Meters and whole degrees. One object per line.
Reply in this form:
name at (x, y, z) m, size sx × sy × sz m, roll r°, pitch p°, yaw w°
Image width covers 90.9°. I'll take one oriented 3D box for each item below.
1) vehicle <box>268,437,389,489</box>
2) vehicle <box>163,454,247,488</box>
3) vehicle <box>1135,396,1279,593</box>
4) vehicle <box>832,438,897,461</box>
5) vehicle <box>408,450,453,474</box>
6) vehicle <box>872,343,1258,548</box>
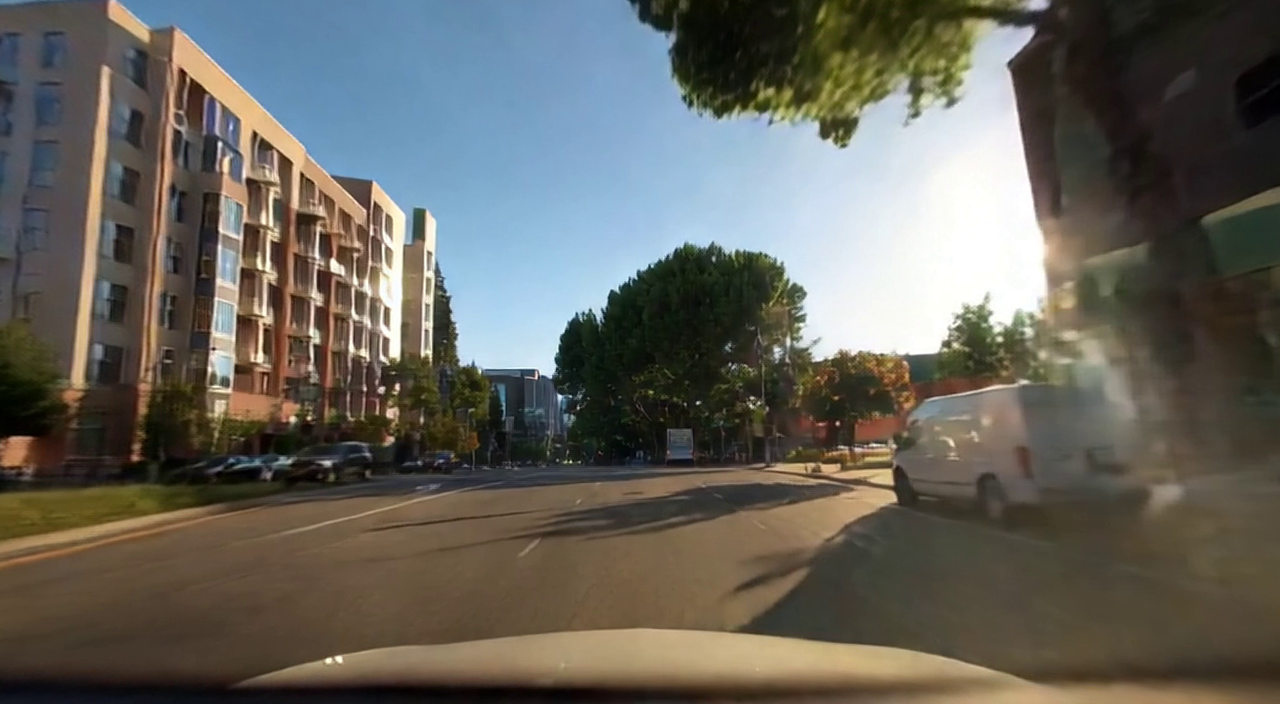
vehicle at (-12.320, 4.409, 25.423) m, size 2.419 × 1.787 × 4.859 m, roll -1°, pitch -8°, yaw 0°
vehicle at (-22.661, 6.176, 33.053) m, size 1.875 × 1.528 × 3.717 m, roll -4°, pitch -9°, yaw -2°
vehicle at (6.860, 1.201, 5.072) m, size 1.889 × 1.799 × 4.704 m, roll 0°, pitch -8°, yaw 0°
vehicle at (17.469, 7.630, 49.324) m, size 4.329 × 1.502 × 2.122 m, roll -3°, pitch -5°, yaw 6°
vehicle at (-15.853, 8.311, 47.906) m, size 1.945 × 1.737 × 4.358 m, roll 0°, pitch -8°, yaw 0°
vehicle at (6.994, 1.747, 11.985) m, size 2.391 × 2.750 × 6.853 m, roll 0°, pitch -8°, yaw -1°
